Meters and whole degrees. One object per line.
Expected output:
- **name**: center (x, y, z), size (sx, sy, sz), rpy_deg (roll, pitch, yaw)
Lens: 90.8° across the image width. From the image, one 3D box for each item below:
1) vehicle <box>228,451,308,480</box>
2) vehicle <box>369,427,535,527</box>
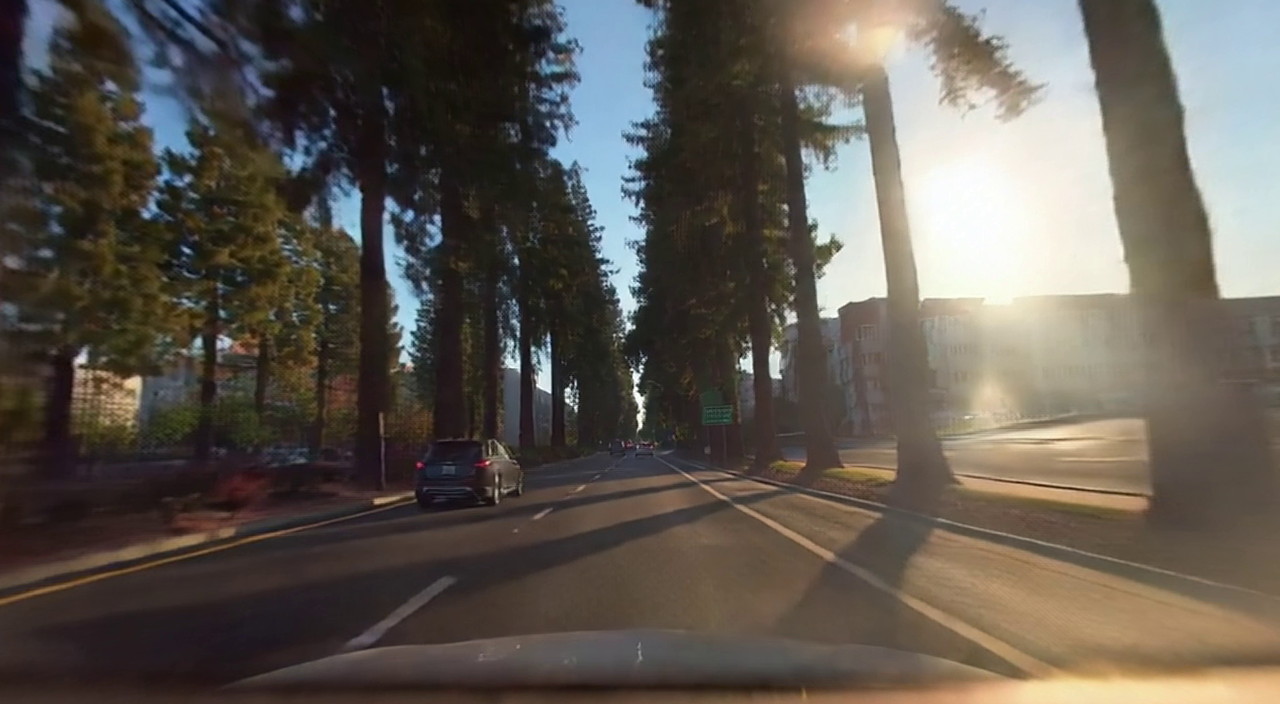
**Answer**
- **vehicle**: center (-20.794, 6.333, 35.550), size (1.773, 1.457, 4.419), rpy_deg (0, -8, 1)
- **vehicle**: center (-3.379, 2.326, 12.340), size (1.942, 1.588, 4.172), rpy_deg (0, -8, 0)
